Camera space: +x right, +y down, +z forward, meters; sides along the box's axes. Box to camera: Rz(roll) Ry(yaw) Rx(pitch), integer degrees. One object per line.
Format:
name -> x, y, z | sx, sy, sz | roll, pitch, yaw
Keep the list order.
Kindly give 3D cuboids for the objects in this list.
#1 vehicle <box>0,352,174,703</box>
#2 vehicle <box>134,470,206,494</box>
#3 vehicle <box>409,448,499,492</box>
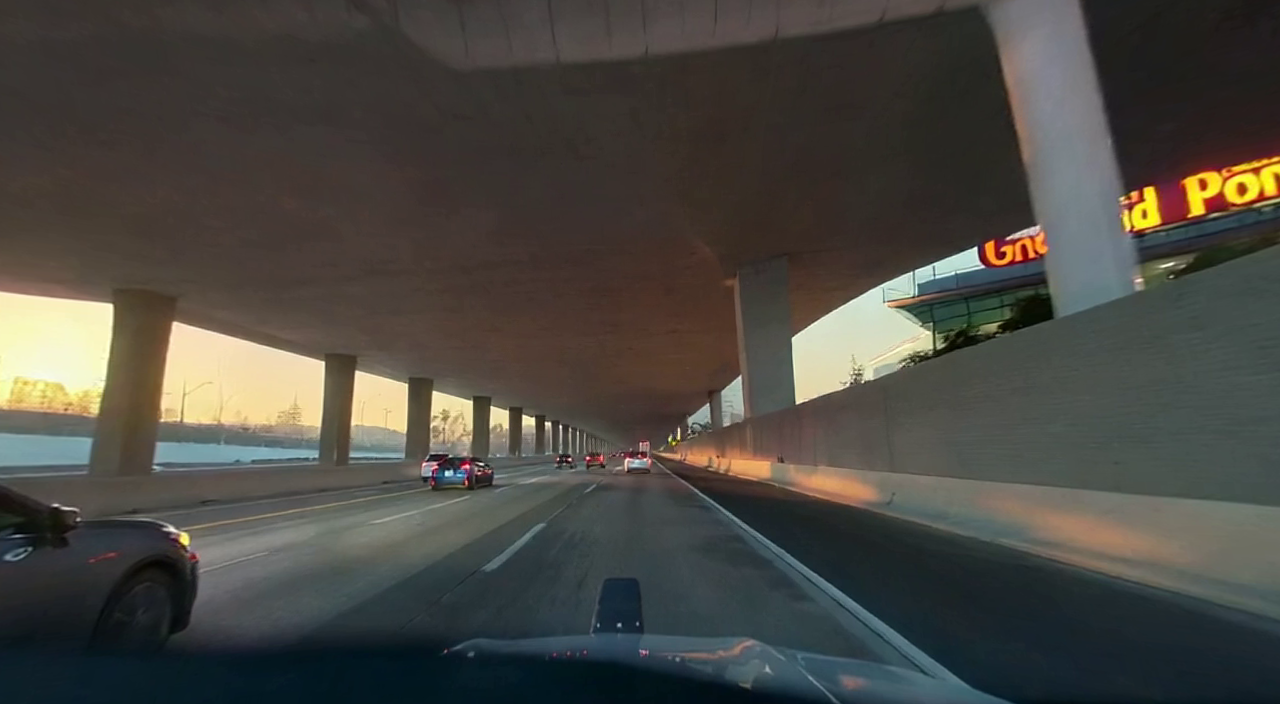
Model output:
vehicle -> -3.687, 0.666, 1.235 | 2.059, 1.725, 4.521 | 0, -9, 0
vehicle -> -35.487, 9.800, 47.693 | 1.835, 1.506, 4.726 | 0, -9, 0
vehicle -> -7.282, 4.655, 25.266 | 1.998, 1.542, 4.953 | 0, -9, 1
